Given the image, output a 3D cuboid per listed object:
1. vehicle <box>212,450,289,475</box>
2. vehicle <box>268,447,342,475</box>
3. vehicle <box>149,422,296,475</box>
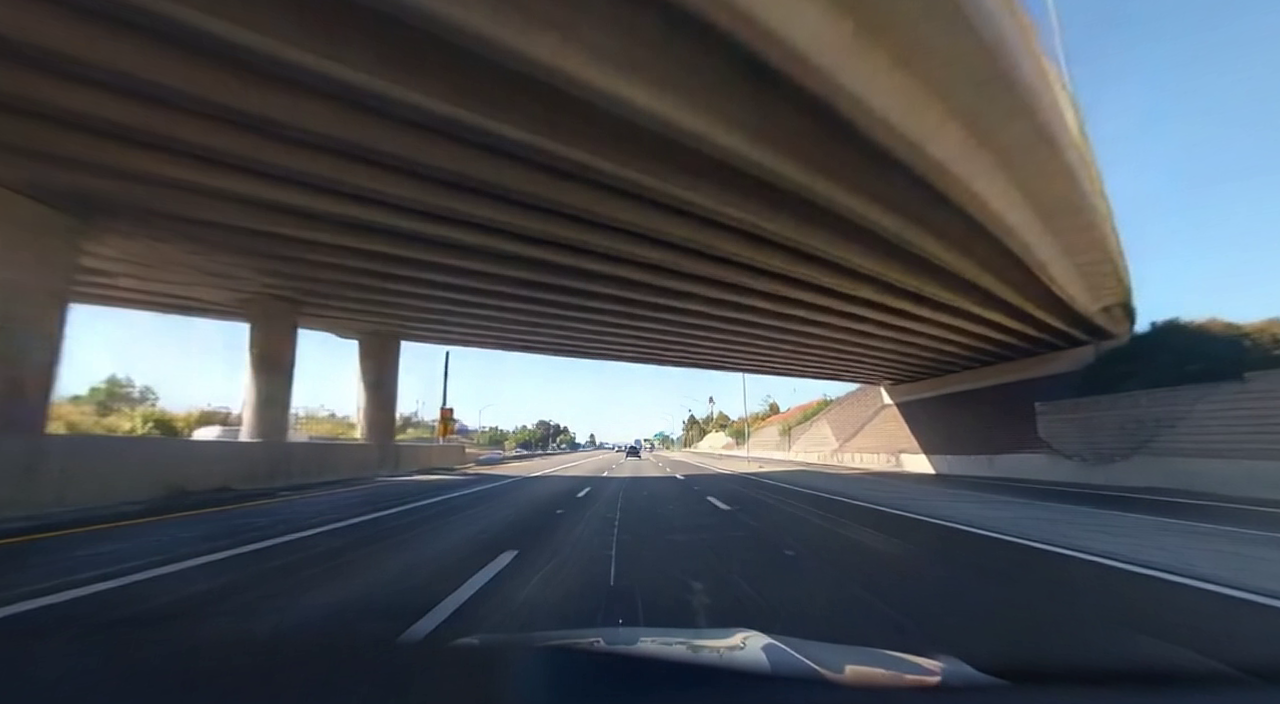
[{"bbox_3d":[-24.725,7.002,40.288,1.881,1.490,4.586,0,-8,1],"label":"vehicle"},{"bbox_3d":[-20.649,6.716,39.151,1.904,1.534,4.668,0,-8,2],"label":"vehicle"},{"bbox_3d":[-28.470,6.721,43.957,2.894,3.206,10.289,0,-9,2],"label":"vehicle"}]
